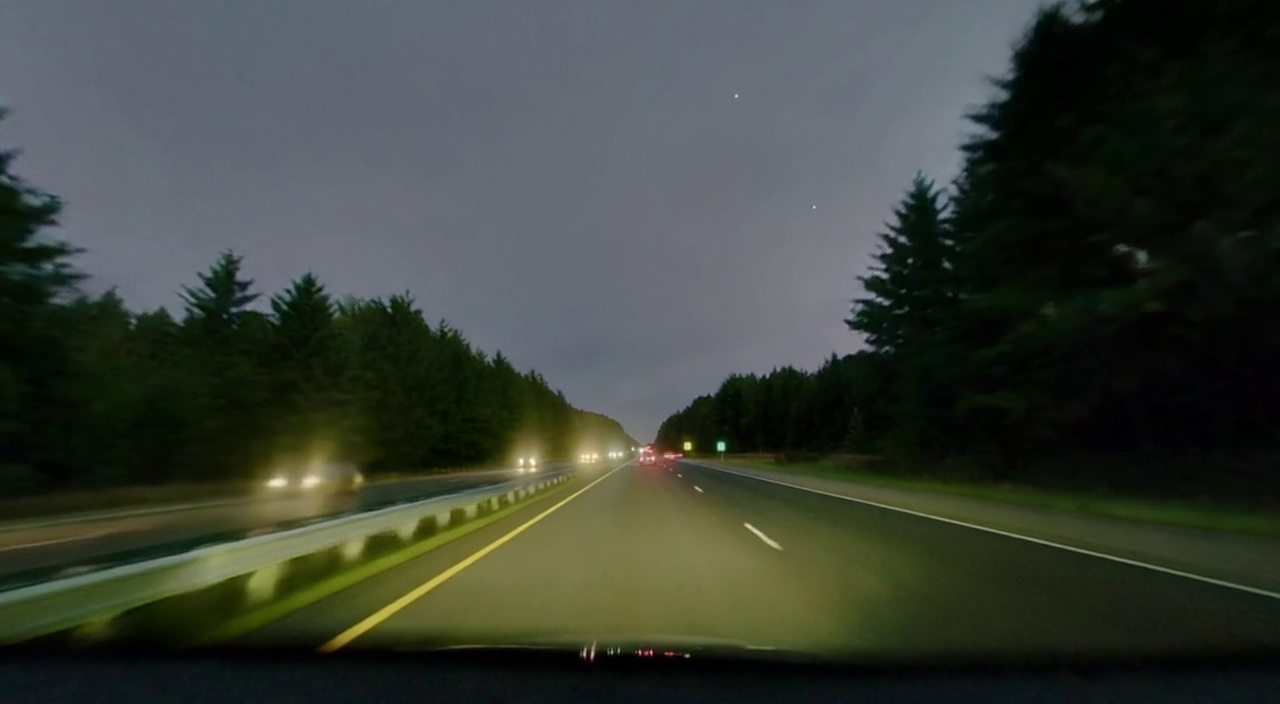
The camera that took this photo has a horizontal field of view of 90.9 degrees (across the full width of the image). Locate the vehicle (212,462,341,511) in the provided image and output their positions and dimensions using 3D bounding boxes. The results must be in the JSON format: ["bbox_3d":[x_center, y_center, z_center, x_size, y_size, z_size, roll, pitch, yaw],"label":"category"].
[{"bbox_3d":[-12.692,4.681,22.426,1.850,1.467,4.538,0,-9,1],"label":"vehicle"}]

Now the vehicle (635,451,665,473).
[{"bbox_3d":[0.696,8.067,46.450,2.162,1.492,3.975,0,-9,0],"label":"vehicle"}]
